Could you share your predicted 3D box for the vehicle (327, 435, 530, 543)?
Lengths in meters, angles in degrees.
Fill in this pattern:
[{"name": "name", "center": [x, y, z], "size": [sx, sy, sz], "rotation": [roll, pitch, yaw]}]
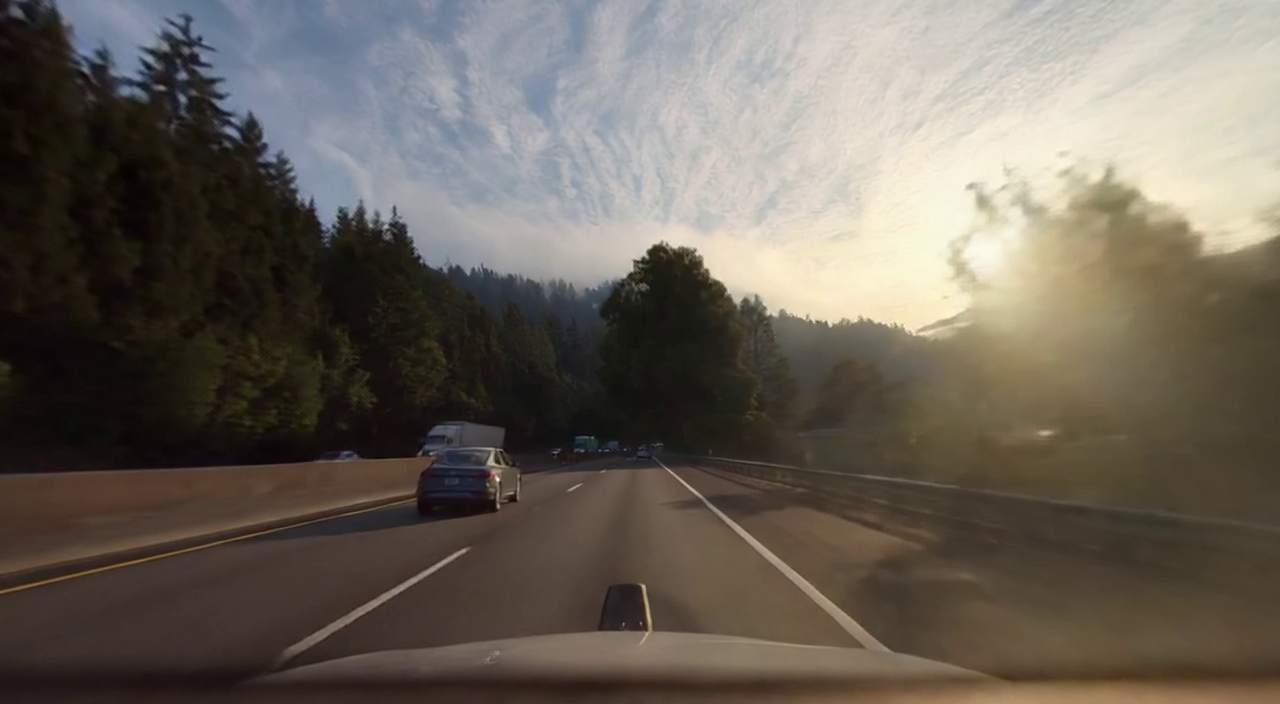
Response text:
[{"name": "vehicle", "center": [-3.409, 2.309, 11.313], "size": [1.969, 1.505, 4.636], "rotation": [0, -9, 1]}]
